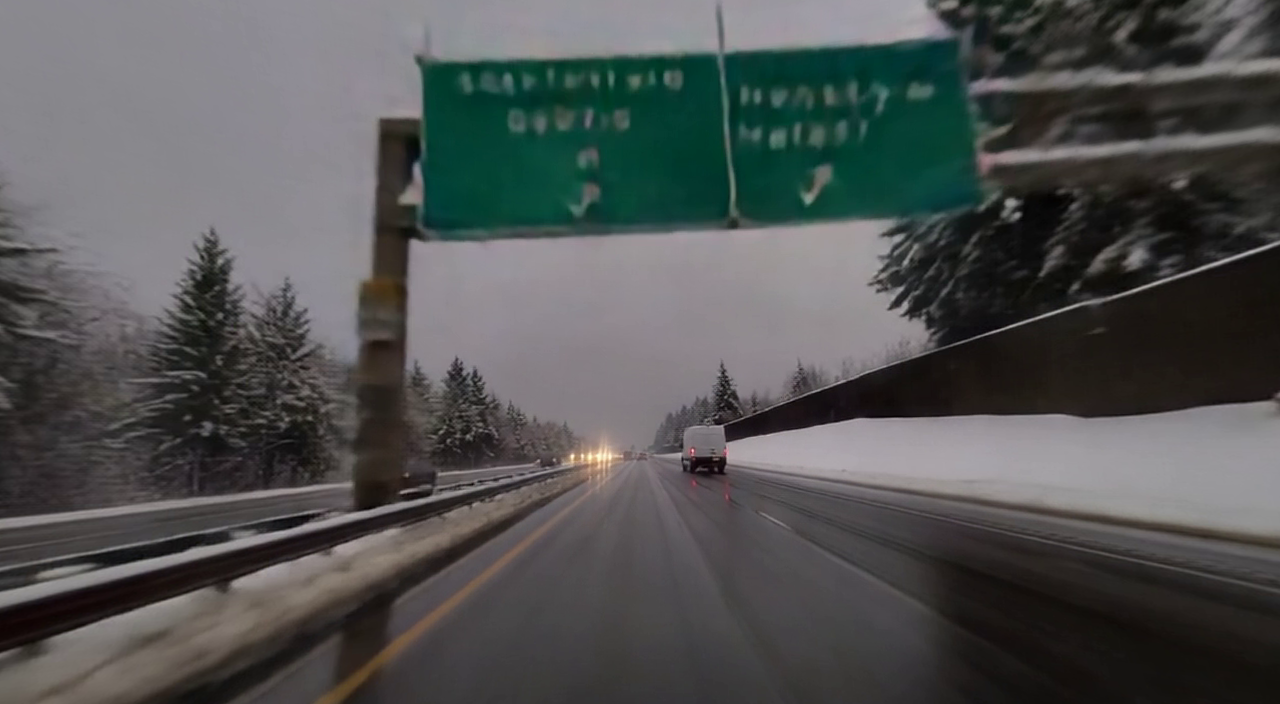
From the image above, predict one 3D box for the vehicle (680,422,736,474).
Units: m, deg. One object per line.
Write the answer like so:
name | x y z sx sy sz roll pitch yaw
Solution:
vehicle | 3.954 5.767 37.808 2.449 2.805 6.763 0 -9 -1
